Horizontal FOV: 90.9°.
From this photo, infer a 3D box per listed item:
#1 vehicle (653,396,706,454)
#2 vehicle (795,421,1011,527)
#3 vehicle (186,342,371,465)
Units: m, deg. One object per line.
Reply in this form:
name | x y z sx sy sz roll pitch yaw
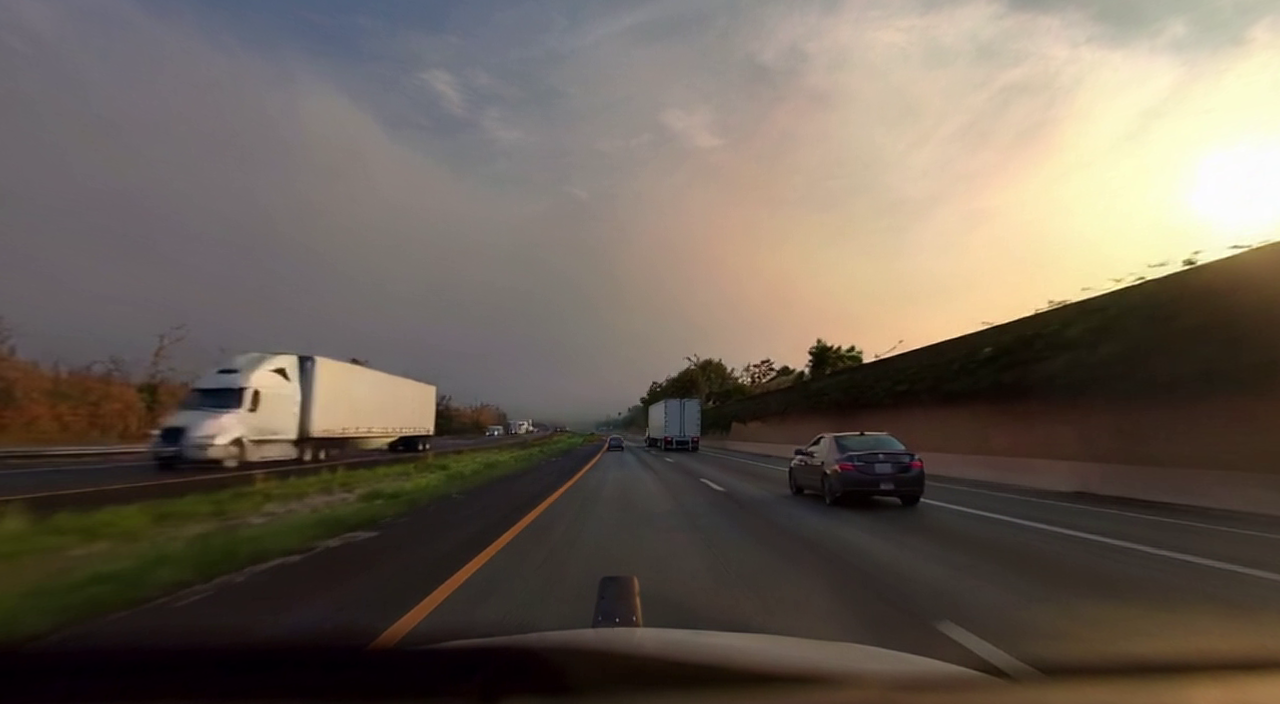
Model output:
vehicle | 2.863 5.864 49.880 2.949 3.900 13.626 0 -7 -2
vehicle | 4.178 1.965 10.885 1.813 1.454 4.197 0 -7 -2
vehicle | -12.940 2.054 23.494 2.972 3.920 6.688 0 -7 -2
